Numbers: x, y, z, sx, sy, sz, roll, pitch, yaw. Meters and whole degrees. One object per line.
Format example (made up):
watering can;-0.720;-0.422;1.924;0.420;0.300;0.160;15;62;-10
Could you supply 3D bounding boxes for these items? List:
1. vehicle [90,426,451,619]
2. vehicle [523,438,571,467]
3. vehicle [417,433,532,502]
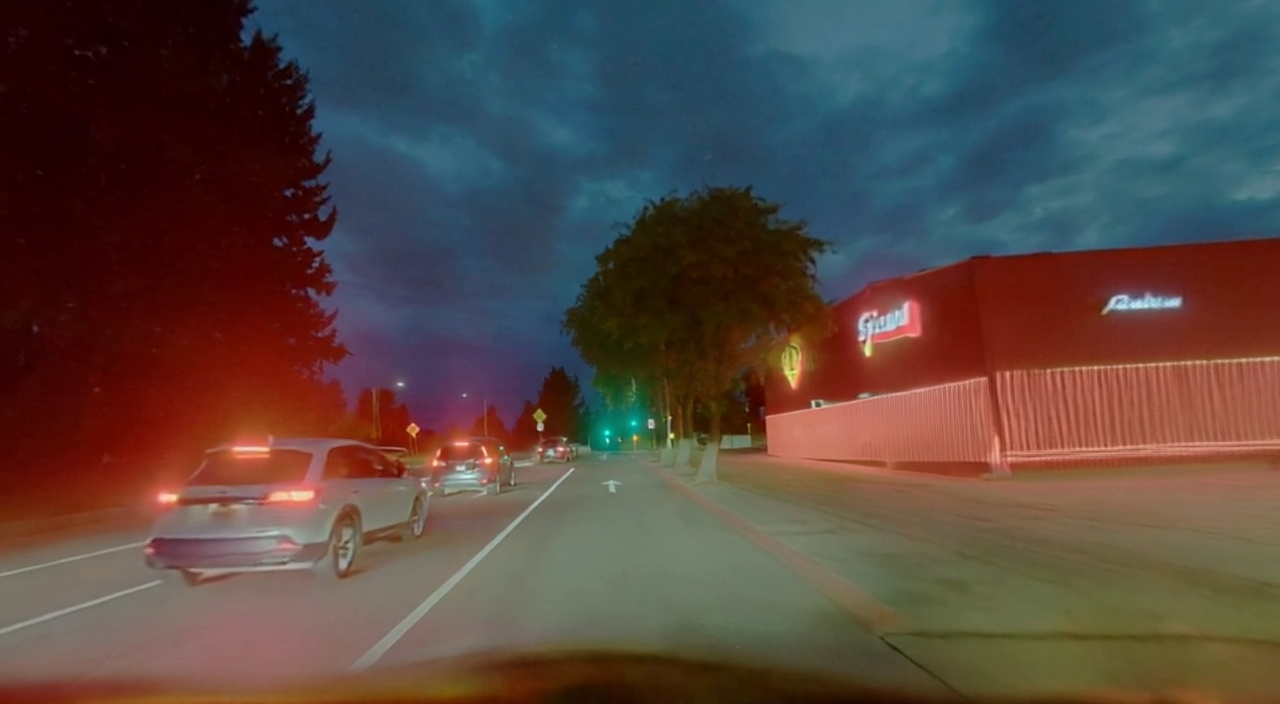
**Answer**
vehicle;-3.643;1.669;7.260;1.768;1.539;4.147;0;-8;-2
vehicle;-4.852;5.297;33.410;1.962;1.424;4.289;0;-8;-1
vehicle;-4.001;2.820;15.969;1.853;1.478;4.381;0;-8;-2
